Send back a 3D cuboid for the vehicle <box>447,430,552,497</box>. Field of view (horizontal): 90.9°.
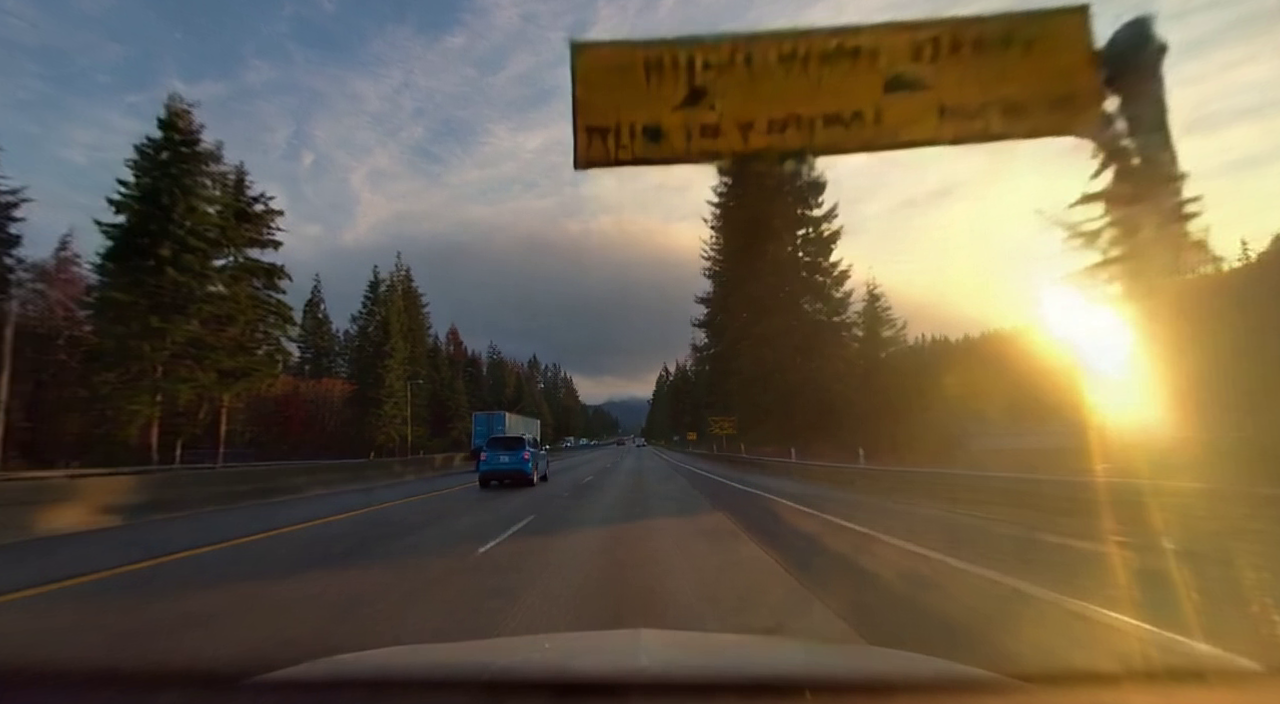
[{"bbox_3d":[-4.026,3.277,18.932,2.084,1.752,4.479,0,-8,0],"label":"vehicle"}]
